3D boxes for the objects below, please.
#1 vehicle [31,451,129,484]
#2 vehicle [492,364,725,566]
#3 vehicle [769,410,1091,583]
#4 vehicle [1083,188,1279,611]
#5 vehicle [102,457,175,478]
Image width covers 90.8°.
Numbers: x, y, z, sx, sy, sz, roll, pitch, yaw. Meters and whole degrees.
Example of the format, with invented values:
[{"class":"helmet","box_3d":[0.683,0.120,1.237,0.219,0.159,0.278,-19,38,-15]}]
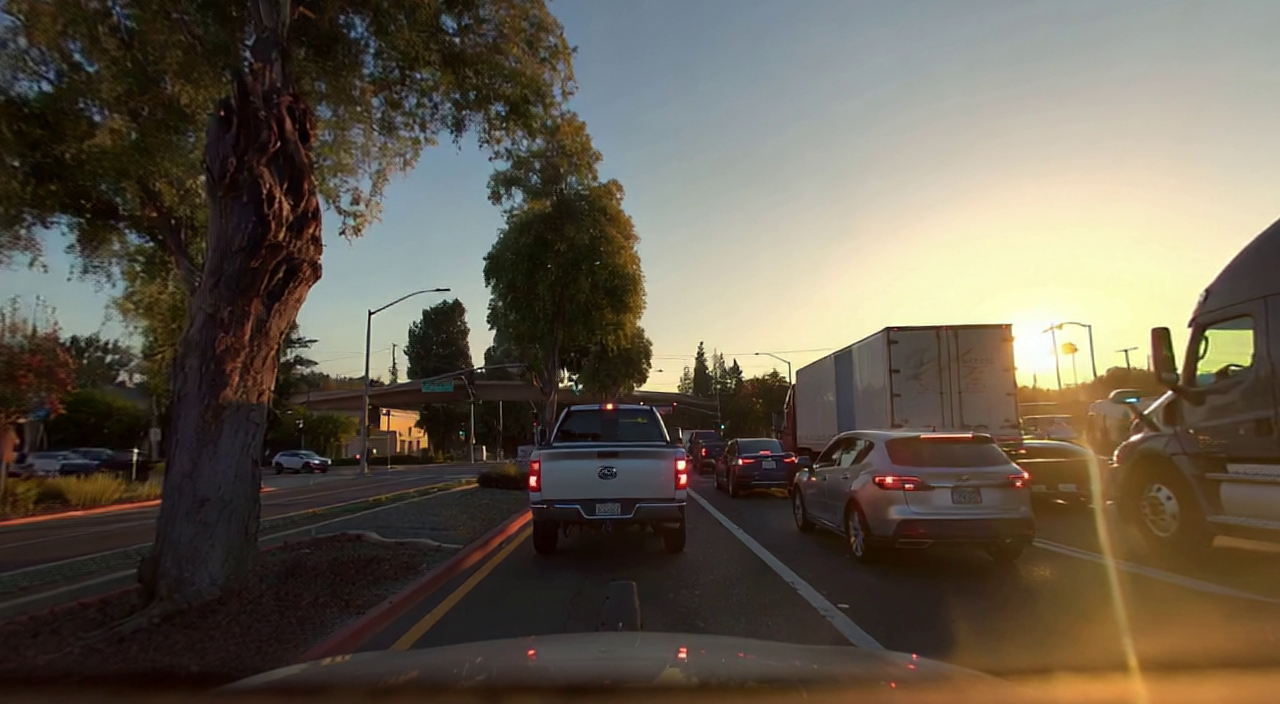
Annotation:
[{"class":"vehicle","box_3d":[-28.543,5.880,32.382,1.730,1.534,3.922,1,-9,-8]},{"class":"vehicle","box_3d":[-0.359,1.597,9.464,2.499,2.183,5.111,0,-9,0]},{"class":"vehicle","box_3d":[3.207,1.719,8.413,1.905,1.587,4.998,0,-9,0]},{"class":"vehicle","box_3d":[6.518,0.114,3.315,2.802,3.322,7.429,0,-9,-1]},{"class":"vehicle","box_3d":[-38.177,8.782,48.116,4.150,1.474,1.826,-1,-9,6]}]
